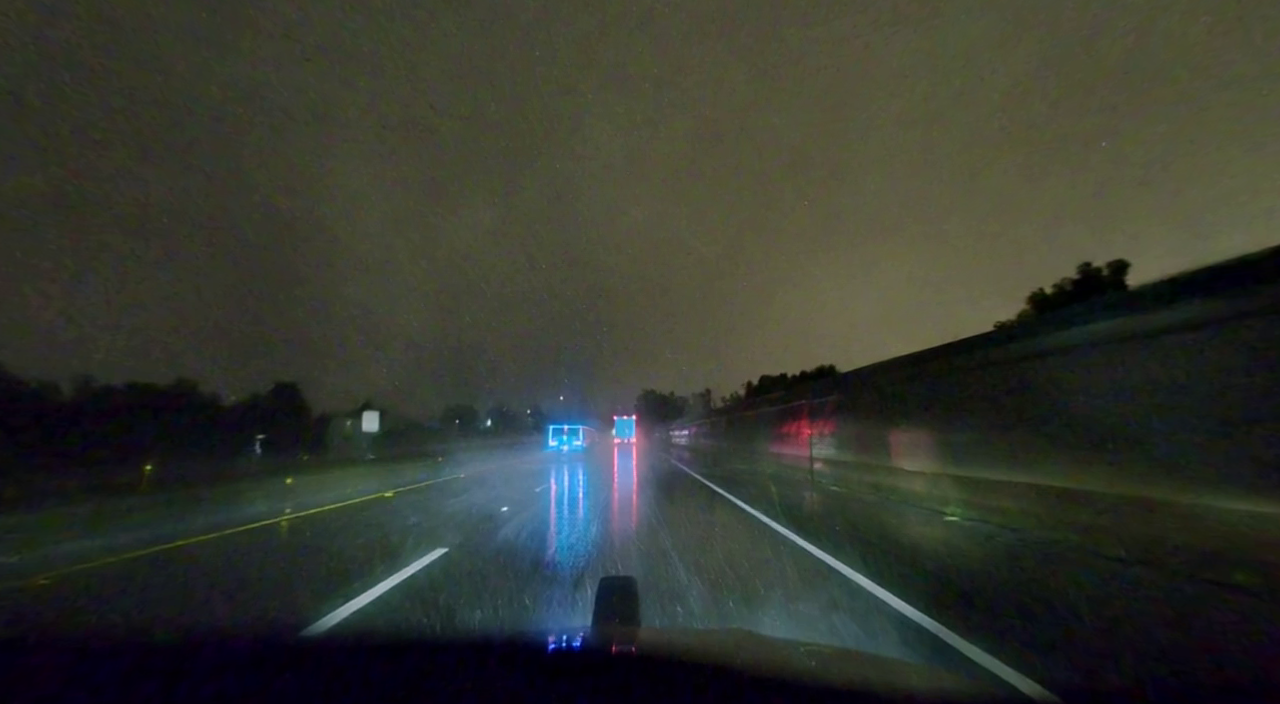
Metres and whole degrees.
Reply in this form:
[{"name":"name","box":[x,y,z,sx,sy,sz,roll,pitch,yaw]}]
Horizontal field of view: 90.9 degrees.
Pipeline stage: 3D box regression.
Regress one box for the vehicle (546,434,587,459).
[{"name":"vehicle","box":[-4.716,6.123,41.207,2.302,1.523,4.383,0,-8,-2]}]
